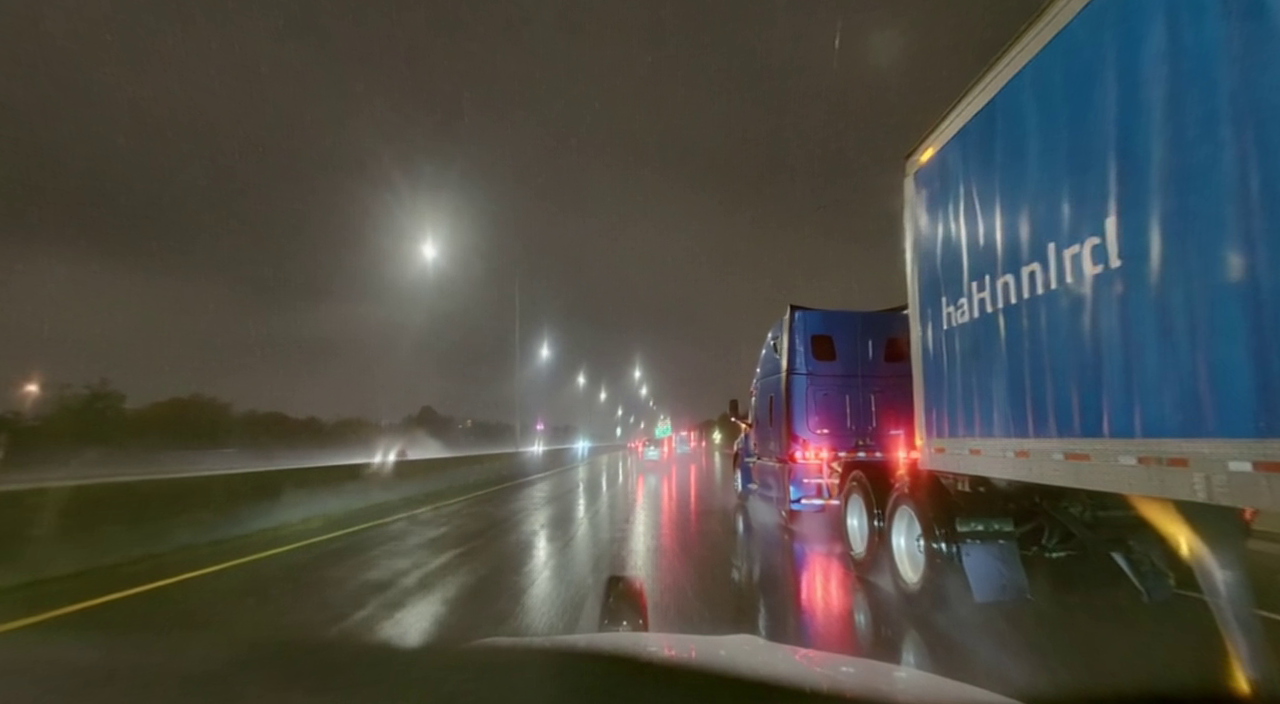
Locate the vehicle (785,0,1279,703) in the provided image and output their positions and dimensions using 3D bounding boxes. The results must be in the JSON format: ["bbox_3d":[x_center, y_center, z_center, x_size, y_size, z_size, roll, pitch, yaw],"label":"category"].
[{"bbox_3d":[4.004,-0.286,3.142,3.019,4.145,16.453,-1,-8,1],"label":"vehicle"}]

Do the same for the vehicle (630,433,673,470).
[{"bbox_3d":[0.610,5.407,34.512,2.205,1.860,4.301,-1,-8,1],"label":"vehicle"}]
